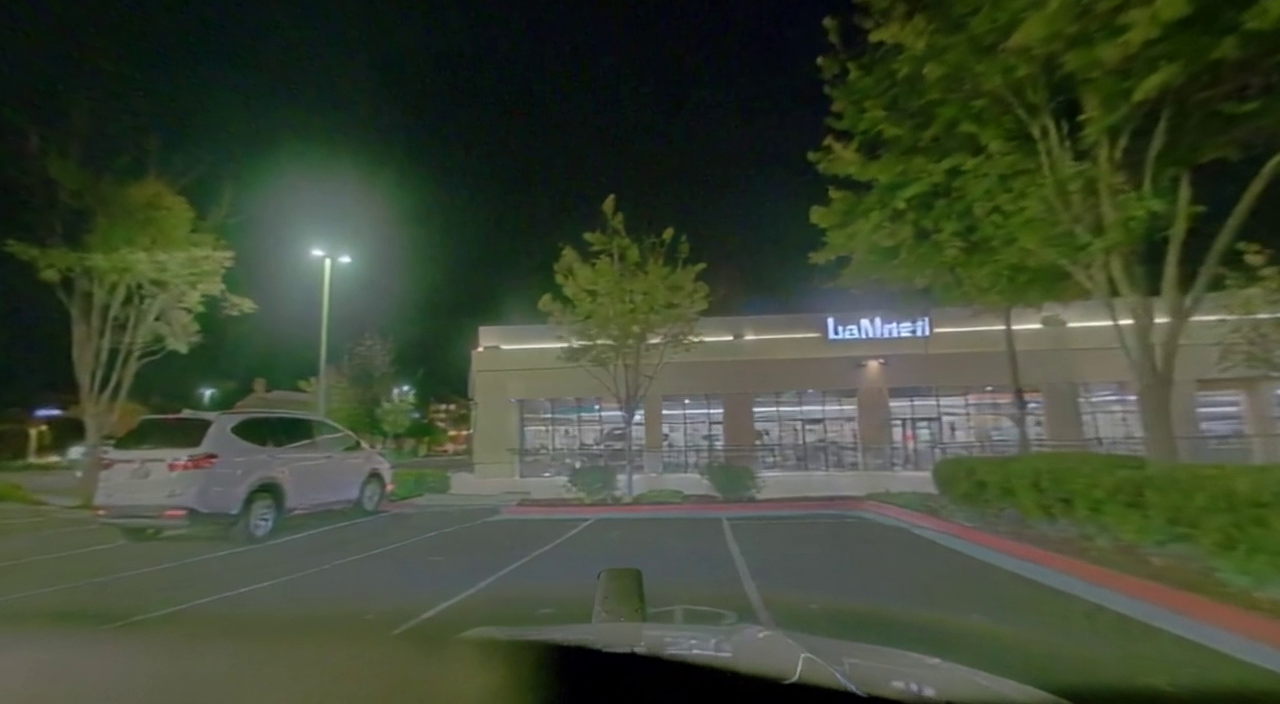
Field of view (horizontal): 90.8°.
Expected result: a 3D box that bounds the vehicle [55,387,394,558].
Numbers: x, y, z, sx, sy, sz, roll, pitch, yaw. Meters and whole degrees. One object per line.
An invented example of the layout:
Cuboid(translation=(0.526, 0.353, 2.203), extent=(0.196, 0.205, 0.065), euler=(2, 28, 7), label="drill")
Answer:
Cuboid(translation=(-6.644, 1.997, 11.189), extent=(2.200, 2.257, 5.237), euler=(-2, -8, 3), label="vehicle")
